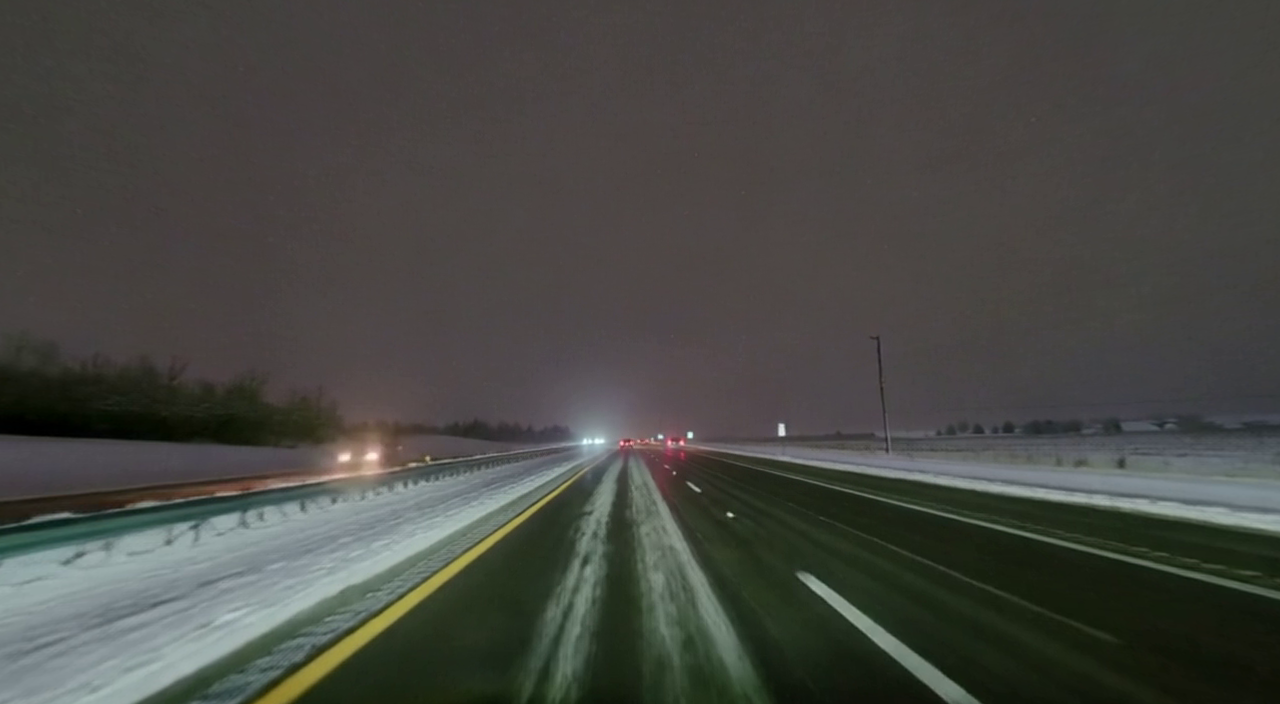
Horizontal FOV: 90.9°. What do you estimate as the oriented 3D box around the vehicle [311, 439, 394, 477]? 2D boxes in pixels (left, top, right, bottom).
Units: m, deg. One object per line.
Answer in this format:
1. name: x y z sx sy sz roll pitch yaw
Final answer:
1. vehicle: -13.704 5.039 30.355 1.939 1.662 4.341 0 -8 -1
